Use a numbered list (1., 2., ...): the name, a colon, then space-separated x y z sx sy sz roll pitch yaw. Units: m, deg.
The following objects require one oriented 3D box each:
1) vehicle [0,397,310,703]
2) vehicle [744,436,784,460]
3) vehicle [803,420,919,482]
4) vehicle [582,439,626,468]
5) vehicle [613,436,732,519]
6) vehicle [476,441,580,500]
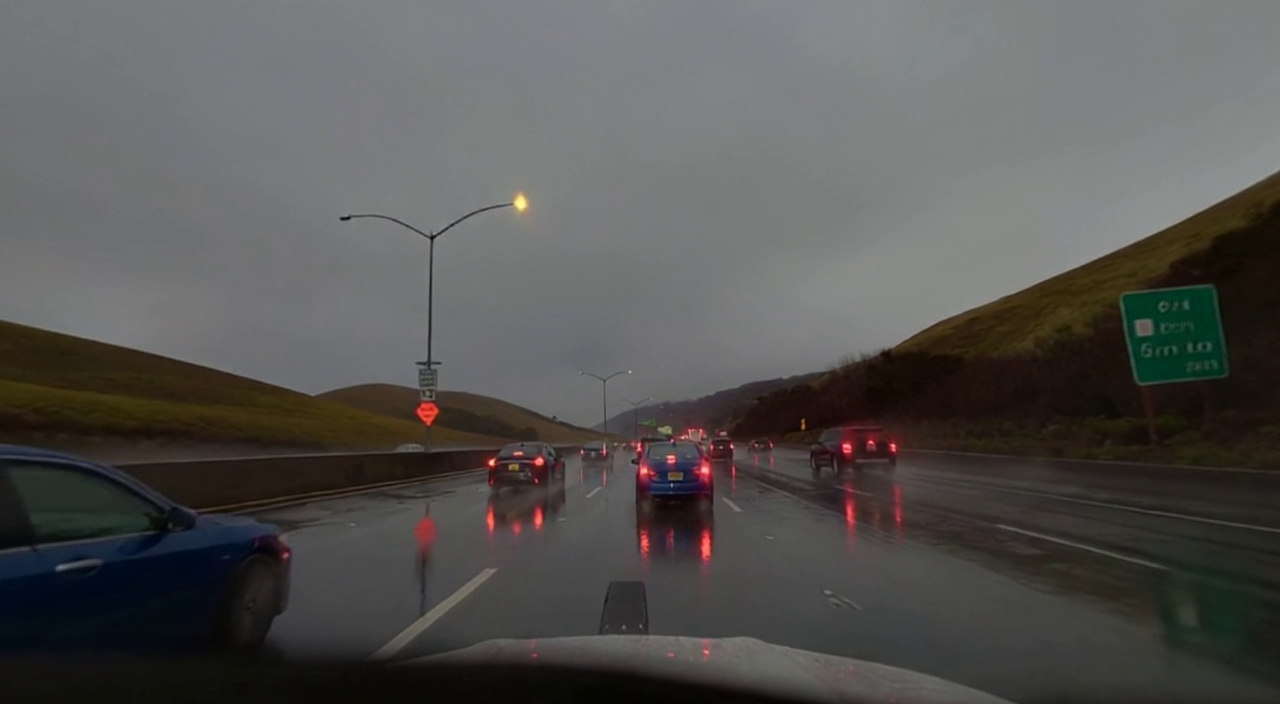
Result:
1. vehicle: -3.428 0.933 2.314 2.033 1.513 4.333 -1 -8 1
2. vehicle: 8.868 6.869 45.394 2.032 1.580 4.928 -1 -8 2
3. vehicle: 7.296 3.320 21.474 2.210 1.831 4.843 -1 -8 1
4. vehicle: -2.038 5.910 37.031 2.034 1.572 4.444 -1 -8 3
5. vehicle: 0.642 2.492 13.071 2.072 1.431 3.904 -1 -8 2
6. vehicle: -3.006 3.283 18.011 2.017 1.446 4.384 -1 -8 2
